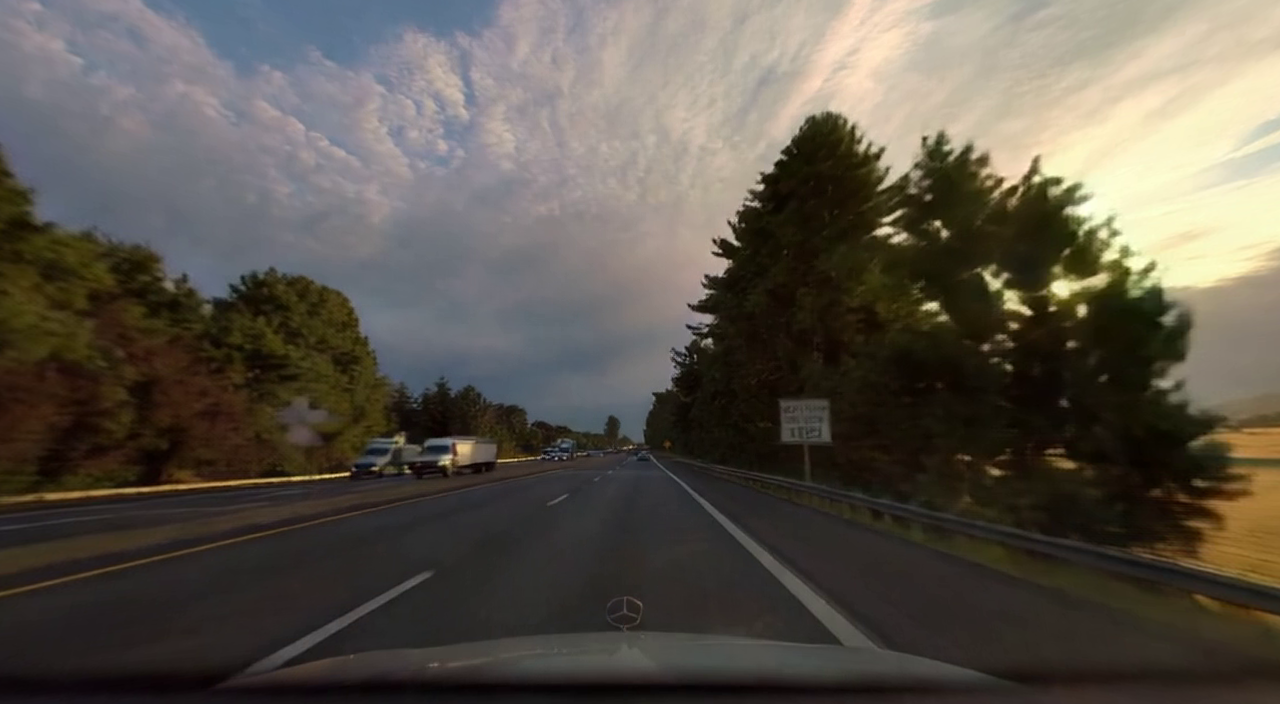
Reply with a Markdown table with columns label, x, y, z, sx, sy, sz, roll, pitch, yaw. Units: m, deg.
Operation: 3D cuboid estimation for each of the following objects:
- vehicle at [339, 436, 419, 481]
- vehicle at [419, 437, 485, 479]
| label | x | y | z | sx | sy | sz | roll | pitch | yaw |
| --- | --- | --- | --- | --- | --- | --- | --- | --- | --- |
| vehicle | -15.231 | 6.269 | 37.328 | 2.186 | 2.416 | 5.733 | 0 | -9 | 1 |
| vehicle | -11.712 | 6.650 | 39.745 | 2.436 | 2.436 | 5.427 | 0 | -9 | 1 |
